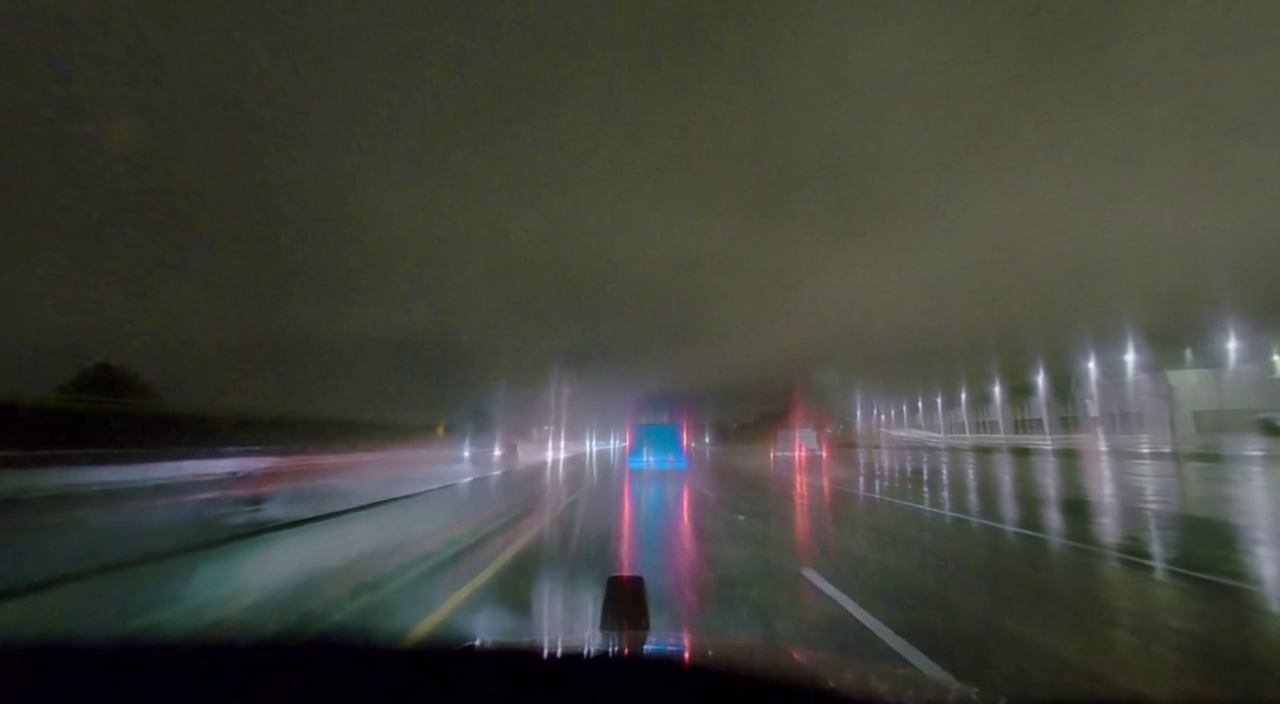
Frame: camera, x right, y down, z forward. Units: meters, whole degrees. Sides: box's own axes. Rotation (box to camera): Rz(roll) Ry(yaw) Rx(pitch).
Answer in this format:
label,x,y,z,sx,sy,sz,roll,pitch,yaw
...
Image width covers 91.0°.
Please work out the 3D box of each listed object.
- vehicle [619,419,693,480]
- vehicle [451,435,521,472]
label,x,y,z,sx,sy,sz,roll,pitch,yaw
vehicle,0.585,3.575,23.221,2.469,2.027,4.554,0,-8,2
vehicle,-7.888,5.228,32.752,2.271,1.756,4.718,0,-8,2
